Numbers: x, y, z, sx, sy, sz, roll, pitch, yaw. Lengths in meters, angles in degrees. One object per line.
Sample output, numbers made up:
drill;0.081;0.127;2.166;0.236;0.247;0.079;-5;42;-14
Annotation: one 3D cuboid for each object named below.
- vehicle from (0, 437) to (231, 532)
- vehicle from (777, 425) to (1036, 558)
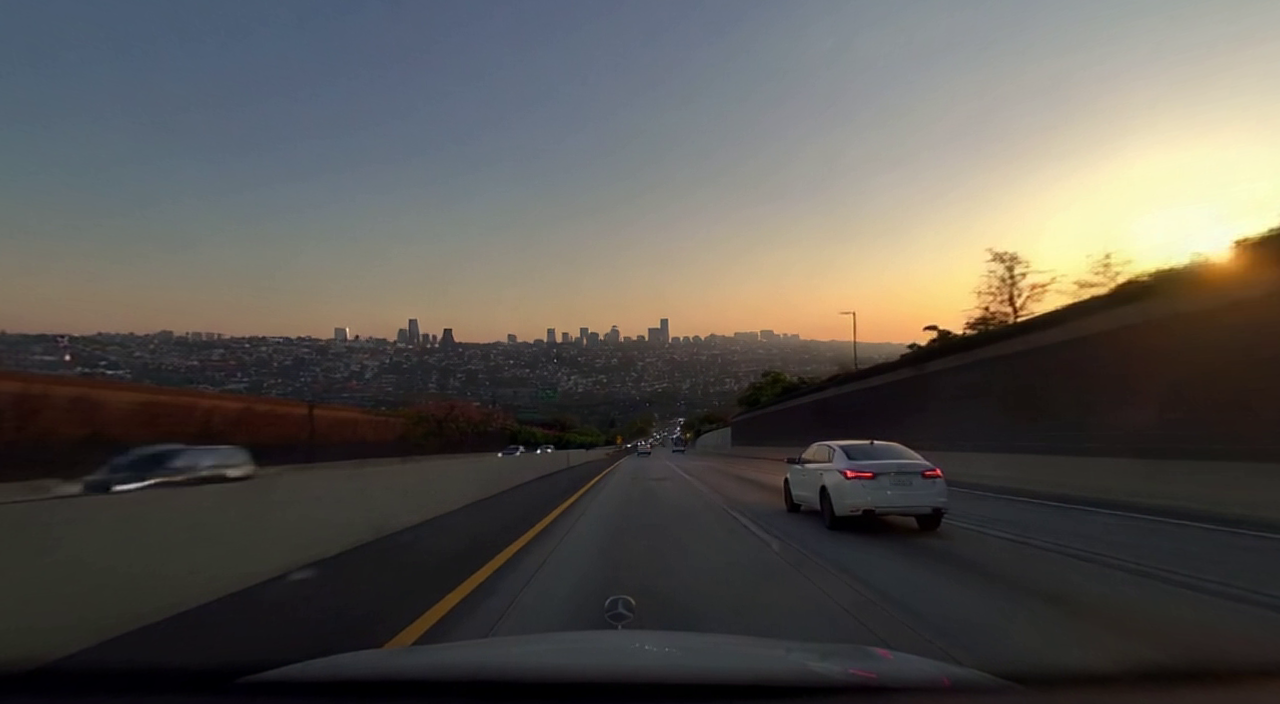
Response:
vehicle;-11.266;2.700;13.546;1.912;1.682;4.427;0;-8;1
vehicle;3.631;1.979;9.771;1.982;1.533;4.612;0;-8;0
